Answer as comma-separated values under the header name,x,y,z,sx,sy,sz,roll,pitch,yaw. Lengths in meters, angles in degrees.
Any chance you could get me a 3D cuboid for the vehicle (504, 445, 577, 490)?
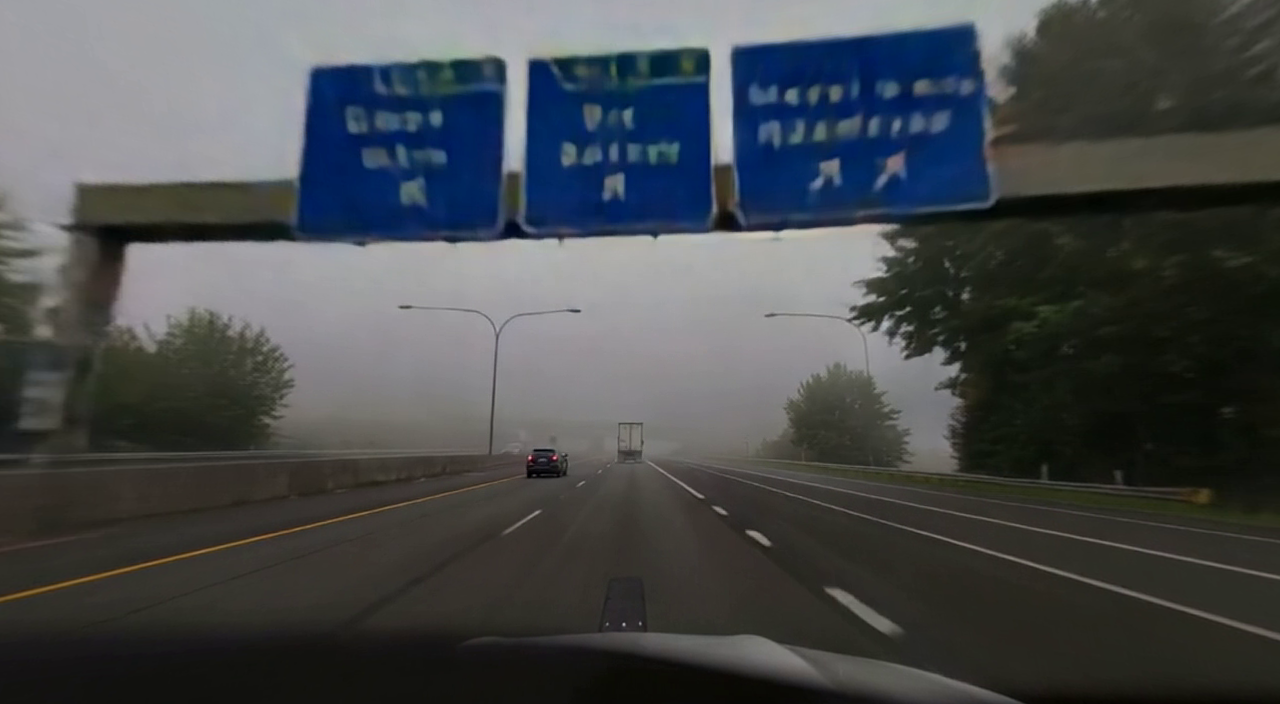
name,x,y,z,sx,sy,sz,roll,pitch,yaw
vehicle,-3.651,4.339,24.024,2.042,1.526,4.516,0,-9,0
